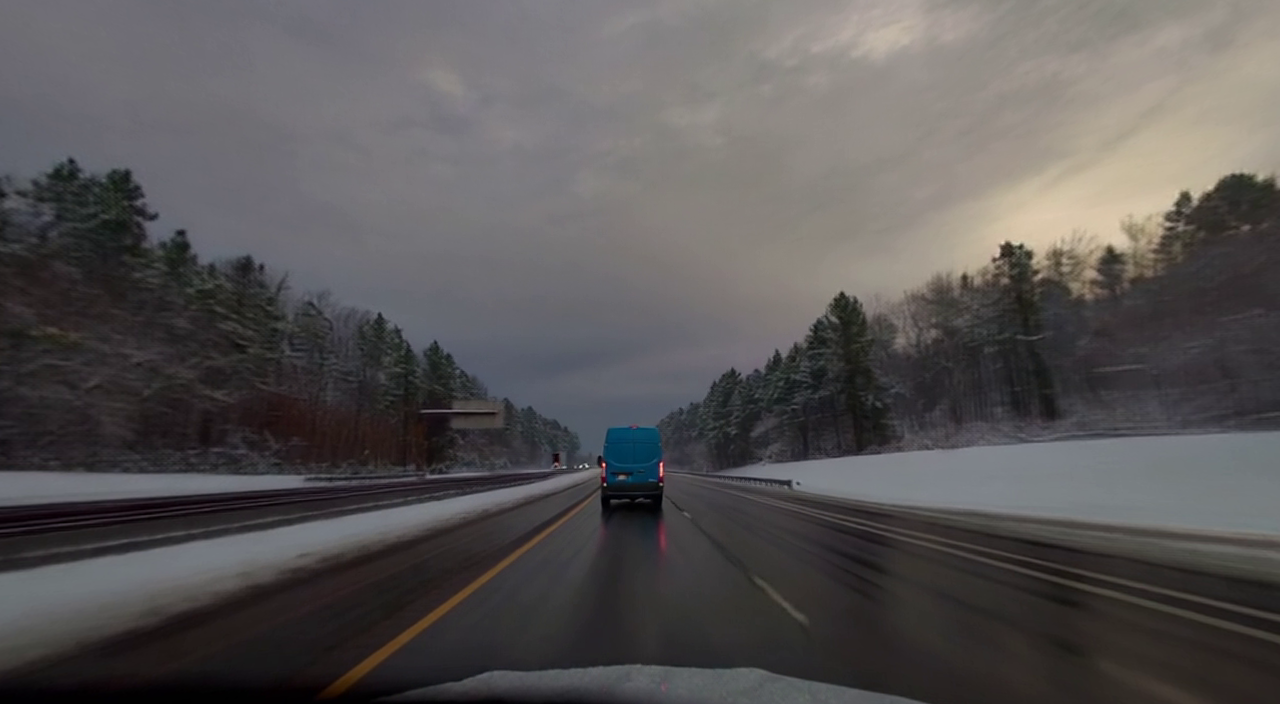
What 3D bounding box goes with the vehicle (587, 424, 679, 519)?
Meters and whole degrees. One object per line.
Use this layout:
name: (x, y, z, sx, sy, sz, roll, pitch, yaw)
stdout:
vehicle: (-0.325, 3.665, 19.486, 2.375, 2.432, 6.161, 1, -10, -3)
